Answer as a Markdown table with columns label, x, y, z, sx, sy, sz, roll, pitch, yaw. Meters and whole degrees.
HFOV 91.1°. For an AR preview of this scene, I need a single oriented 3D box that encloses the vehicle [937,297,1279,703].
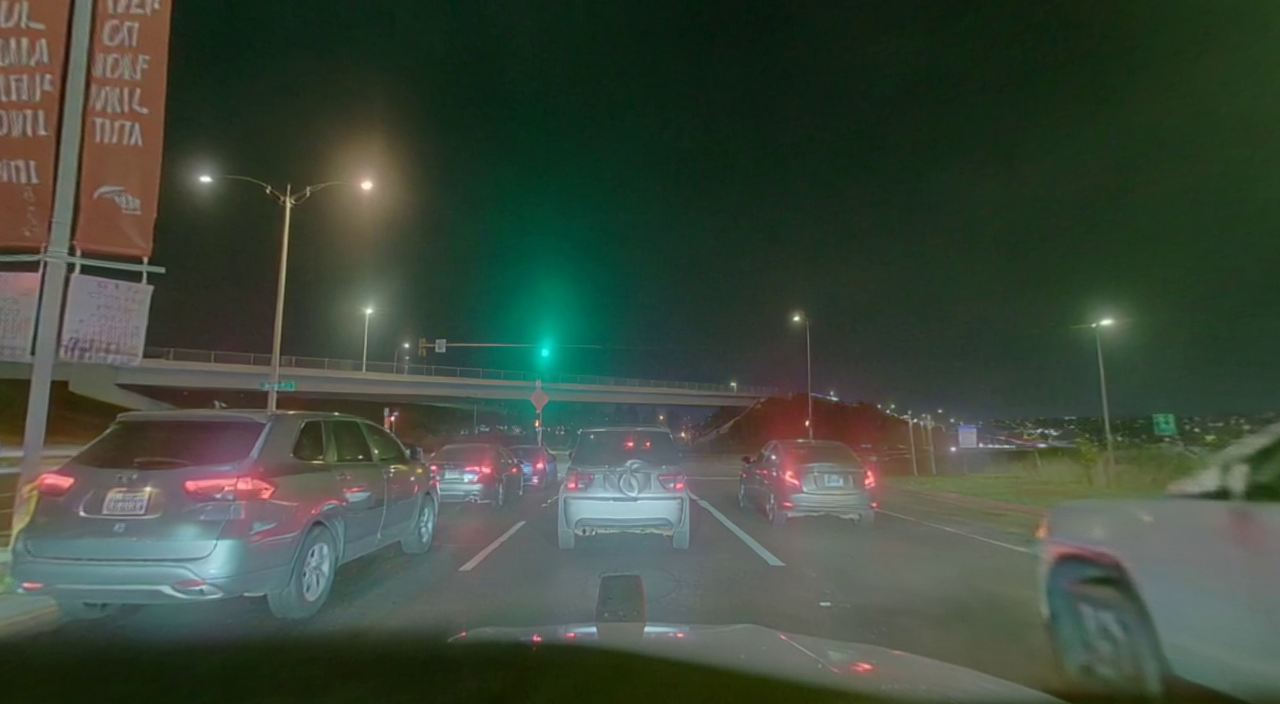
| label | x | y | z | sx | sy | sz | roll | pitch | yaw |
| --- | --- | --- | --- | --- | --- | --- | --- | --- | --- |
| vehicle | 3.182 | 0.725 | 2.146 | 2.016 | 1.804 | 4.681 | 0 | -9 | 0 |

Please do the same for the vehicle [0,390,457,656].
| label | x | y | z | sx | sy | sz | roll | pitch | yaw |
| --- | --- | --- | --- | --- | --- | --- | --- | --- | --- |
| vehicle | -3.499 | 1.427 | 6.273 | 2.039 | 1.709 | 4.265 | 0 | -9 | 0 |

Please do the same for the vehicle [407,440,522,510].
| label | x | y | z | sx | sy | sz | roll | pitch | yaw |
| --- | --- | --- | --- | --- | --- | --- | --- | --- | --- |
| vehicle | -4.158 | 2.940 | 15.442 | 1.797 | 1.505 | 3.506 | 0 | -9 | 0 |

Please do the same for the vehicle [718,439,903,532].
| label | x | y | z | sx | sy | sz | roll | pitch | yaw |
| --- | --- | --- | --- | --- | --- | --- | --- | --- | --- |
| vehicle | 3.057 | 2.523 | 12.626 | 2.228 | 1.472 | 4.939 | 0 | -9 | -1 |

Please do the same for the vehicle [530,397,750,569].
| label | x | y | z | sx | sy | sz | roll | pitch | yaw |
| --- | --- | --- | --- | --- | --- | --- | --- | --- | --- |
| vehicle | -0.082 | 1.771 | 9.211 | 2.409 | 1.864 | 4.471 | 0 | -9 | -2 |
